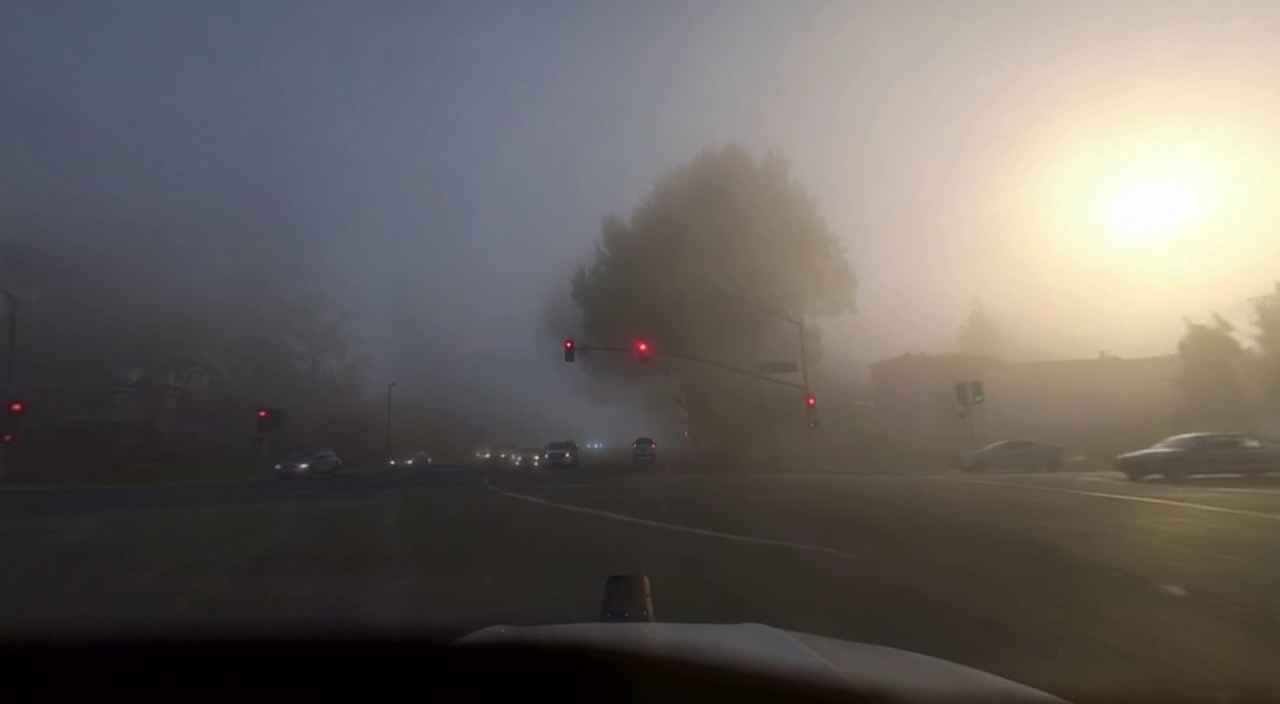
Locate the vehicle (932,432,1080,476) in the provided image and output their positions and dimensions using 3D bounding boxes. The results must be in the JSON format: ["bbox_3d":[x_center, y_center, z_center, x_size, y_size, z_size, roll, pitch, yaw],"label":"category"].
[{"bbox_3d":[15.206,4.255,26.430,4.732,1.713,2.257,-1,-8,3],"label":"vehicle"}]

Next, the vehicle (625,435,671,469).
[{"bbox_3d":[0.421,5.578,35.355,2.437,1.737,4.420,0,-8,0],"label":"vehicle"}]

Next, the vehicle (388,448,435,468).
[{"bbox_3d":[-18.021,8.401,49.971,1.915,1.477,4.411,0,-8,3],"label":"vehicle"}]

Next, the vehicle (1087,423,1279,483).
[{"bbox_3d":[16.588,2.992,18.719,4.869,1.648,2.250,0,-8,1],"label":"vehicle"}]

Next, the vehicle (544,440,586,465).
[{"bbox_3d":[-4.705,6.384,40.195,1.994,1.494,4.599,0,-8,1],"label":"vehicle"}]

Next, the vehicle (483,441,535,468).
[{"bbox_3d":[-7.770,6.105,37.737,2.154,1.499,4.461,0,-8,0],"label":"vehicle"}]

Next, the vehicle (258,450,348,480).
[{"bbox_3d":[-19.562,6.536,36.860,2.164,1.556,4.678,-1,-8,9],"label":"vehicle"}]

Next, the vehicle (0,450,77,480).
[{"bbox_3d":[-38.522,7.089,39.755,1.872,1.695,4.560,1,-8,-2],"label":"vehicle"}]
